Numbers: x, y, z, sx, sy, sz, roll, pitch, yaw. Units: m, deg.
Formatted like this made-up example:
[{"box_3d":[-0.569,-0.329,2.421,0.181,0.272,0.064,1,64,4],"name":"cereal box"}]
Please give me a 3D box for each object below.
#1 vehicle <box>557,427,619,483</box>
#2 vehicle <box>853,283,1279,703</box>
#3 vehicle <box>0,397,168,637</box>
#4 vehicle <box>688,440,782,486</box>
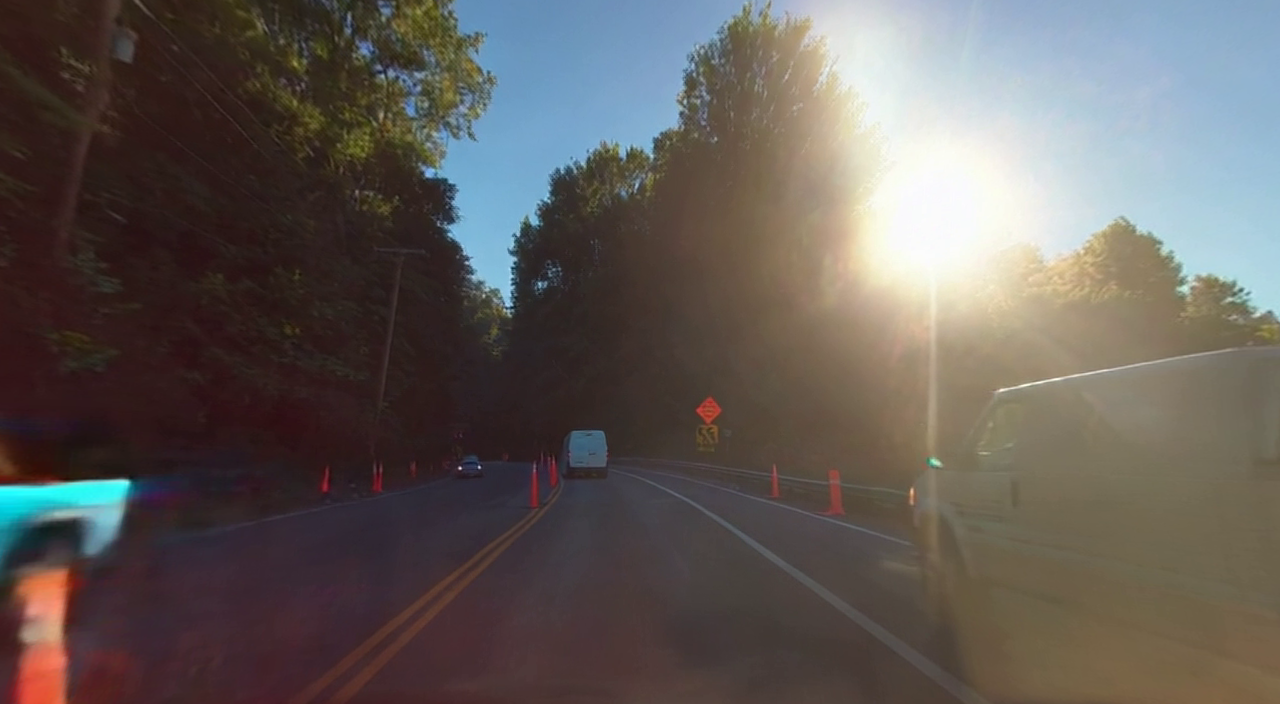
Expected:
[{"box_3d":[-2.407,4.576,28.192,2.362,2.247,4.892,2,-9,-9],"name":"vehicle"},{"box_3d":[3.621,0.840,3.217,2.415,1.932,6.910,1,-9,-2],"name":"vehicle"},{"box_3d":[-5.558,1.086,3.882,1.992,1.712,4.504,1,-9,-4],"name":"vehicle"},{"box_3d":[2.967,3.606,20.755,2.277,1.299,3.889,0,-9,-3],"name":"vehicle"}]
